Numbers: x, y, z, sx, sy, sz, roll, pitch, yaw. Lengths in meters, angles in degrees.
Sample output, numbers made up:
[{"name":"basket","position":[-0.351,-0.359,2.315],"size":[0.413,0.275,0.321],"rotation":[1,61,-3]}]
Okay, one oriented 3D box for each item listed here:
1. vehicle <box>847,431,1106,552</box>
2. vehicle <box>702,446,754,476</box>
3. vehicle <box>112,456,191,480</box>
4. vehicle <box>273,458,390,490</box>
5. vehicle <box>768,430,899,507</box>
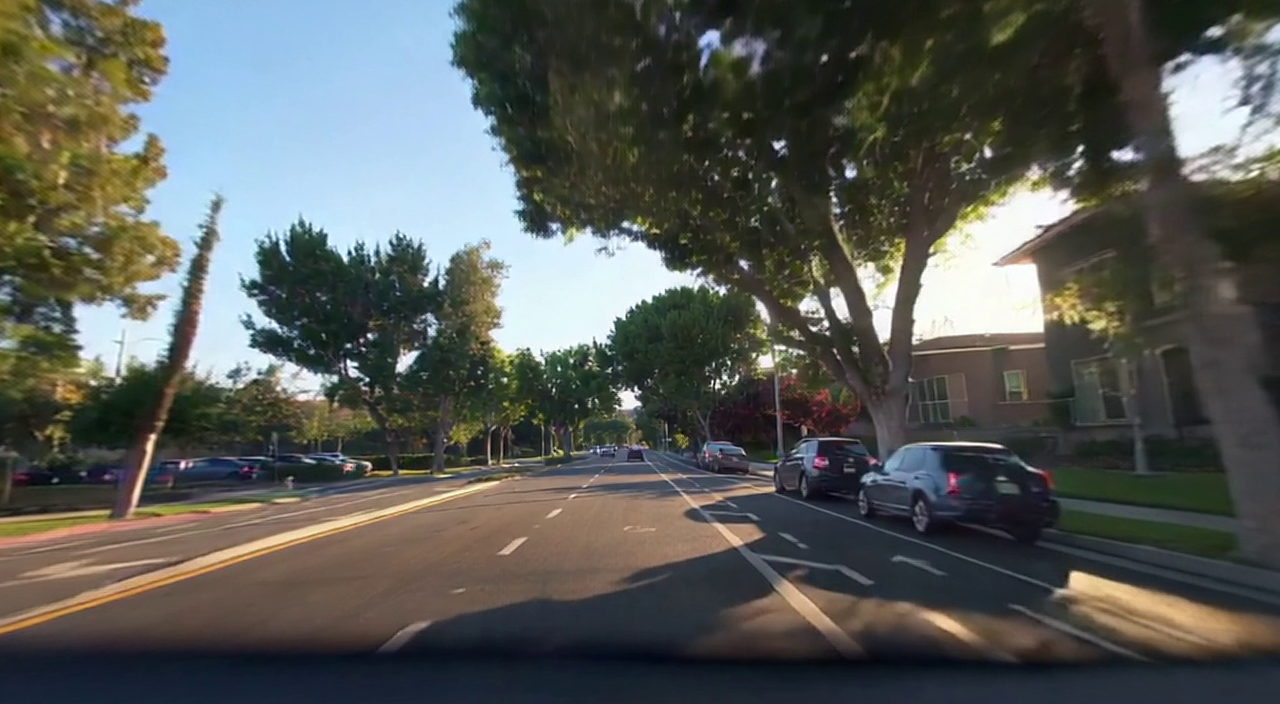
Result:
[{"name":"vehicle","position":[4.989,2.090,10.122],"size":[1.837,1.532,3.886],"rotation":[1,-9,-3]},{"name":"vehicle","position":[4.462,5.586,32.667],"size":[1.935,1.433,4.241],"rotation":[0,-9,-2]},{"name":"vehicle","position":[-37.072,8.804,48.104],"size":[4.414,1.651,1.912],"rotation":[5,-10,-30]},{"name":"vehicle","position":[-15.492,6.160,31.944],"size":[4.826,1.491,2.086],"rotation":[1,-9,-4]},{"name":"vehicle","position":[4.840,2.960,16.518],"size":[2.028,1.731,4.241],"rotation":[0,-9,-1]}]
